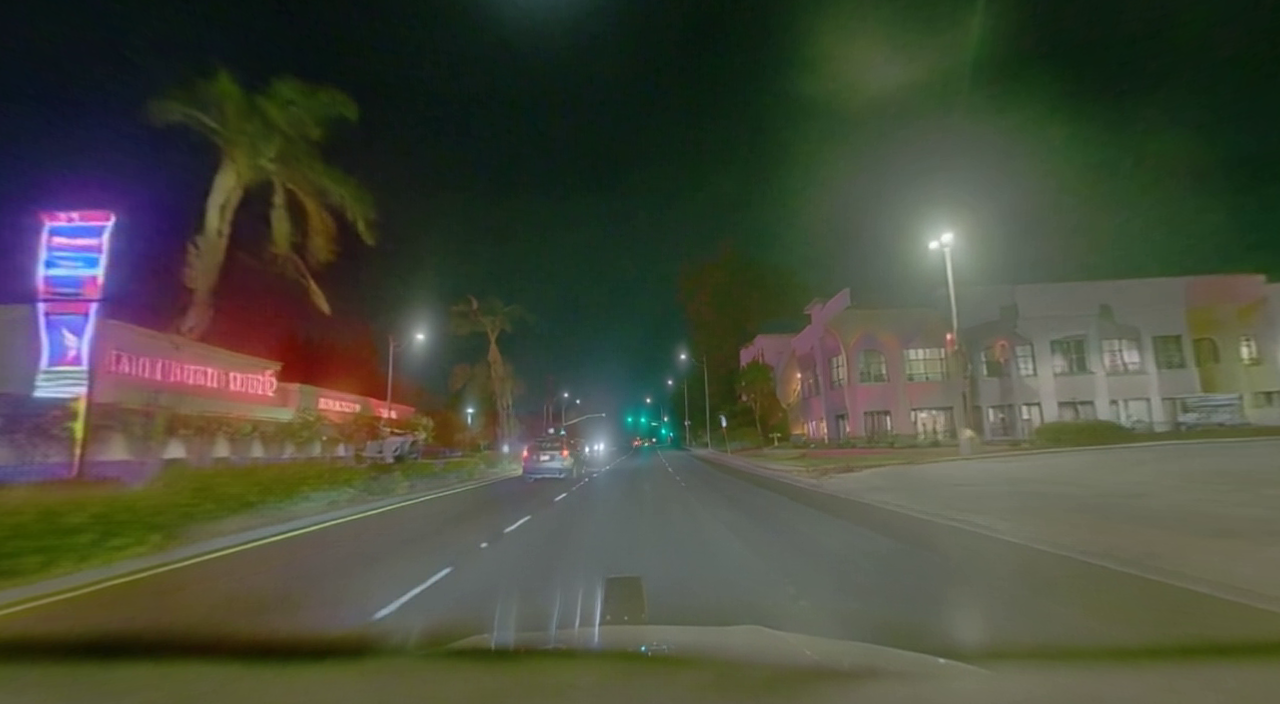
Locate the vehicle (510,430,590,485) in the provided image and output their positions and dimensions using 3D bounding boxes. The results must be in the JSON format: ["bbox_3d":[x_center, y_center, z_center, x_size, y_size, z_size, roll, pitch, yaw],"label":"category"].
[{"bbox_3d":[-3.027,3.655,22.175,2.062,1.693,4.669,0,-8,1],"label":"vehicle"}]
